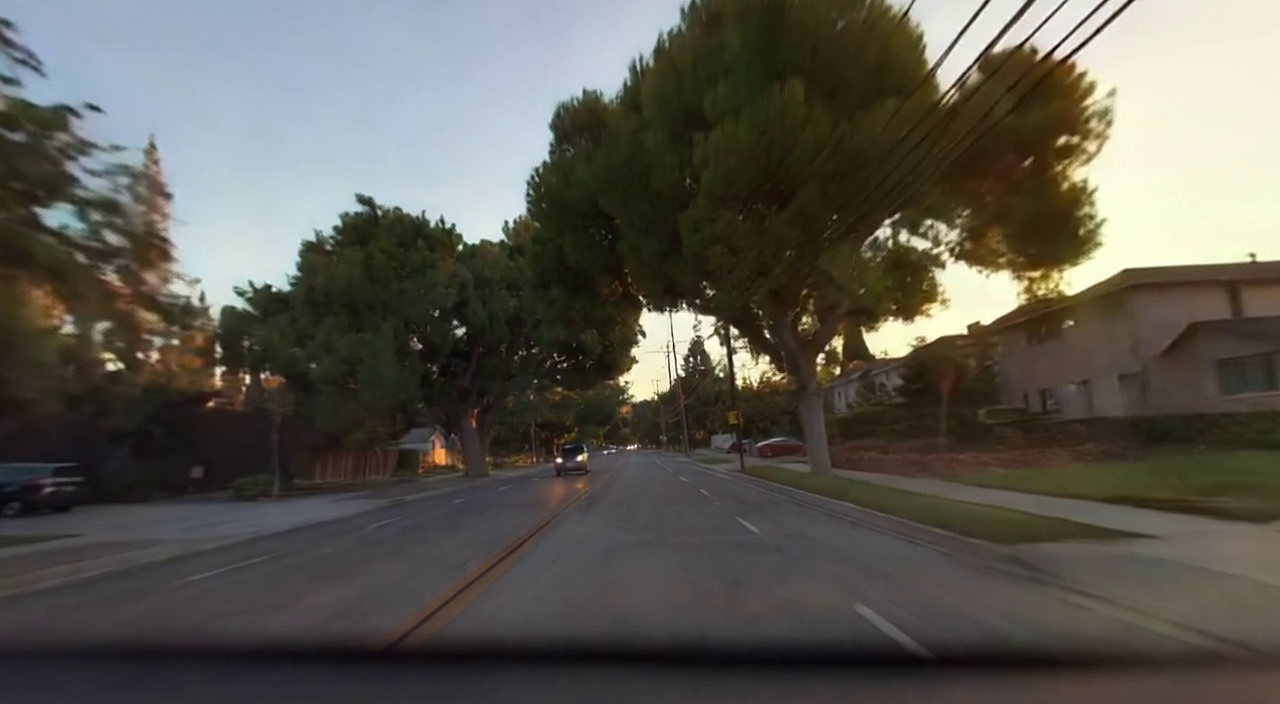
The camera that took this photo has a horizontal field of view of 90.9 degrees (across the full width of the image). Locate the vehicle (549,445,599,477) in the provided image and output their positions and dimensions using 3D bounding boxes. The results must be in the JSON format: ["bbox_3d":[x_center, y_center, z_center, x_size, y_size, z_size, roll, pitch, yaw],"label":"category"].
[{"bbox_3d":[-3.498,5.853,34.088,2.102,1.524,4.387,-3,-9,1],"label":"vehicle"}]

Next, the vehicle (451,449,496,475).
[{"bbox_3d":[-13.128,8.649,49.962,2.053,1.906,4.889,0,-9,3],"label":"vehicle"}]

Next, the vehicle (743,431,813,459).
[{"bbox_3d":[10.354,7.020,47.535,4.626,1.731,2.007,-3,-9,-2],"label":"vehicle"}]
